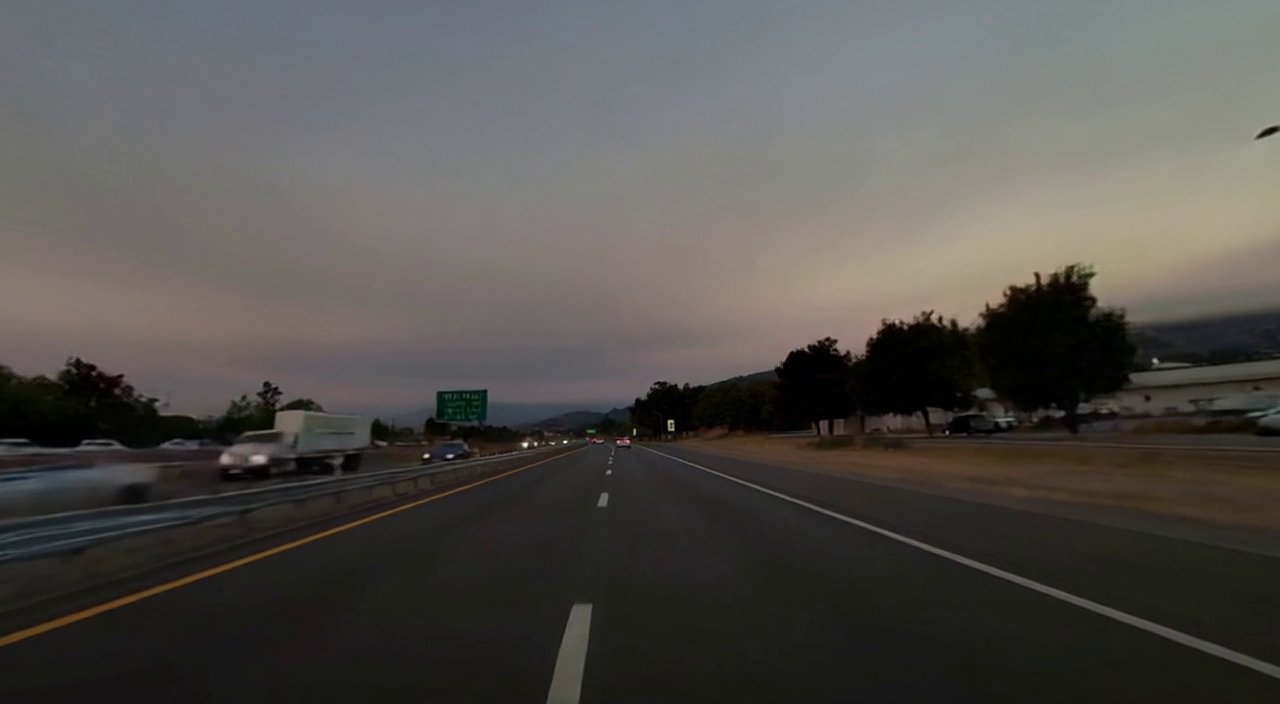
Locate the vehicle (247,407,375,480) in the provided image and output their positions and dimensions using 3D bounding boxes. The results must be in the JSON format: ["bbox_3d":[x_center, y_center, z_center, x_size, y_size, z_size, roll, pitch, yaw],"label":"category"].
[{"bbox_3d":[-16.086,4.552,31.459,2.744,3.204,7.013,0,-8,-2],"label":"vehicle"}]

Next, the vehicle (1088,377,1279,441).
[{"bbox_3d":[41.605,4.816,49.288,2.920,4.068,15.213,-5,-8,5],"label":"vehicle"}]

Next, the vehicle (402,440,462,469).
[{"bbox_3d":[-11.629,5.713,35.460,1.916,1.506,4.371,0,-8,-1],"label":"vehicle"}]
